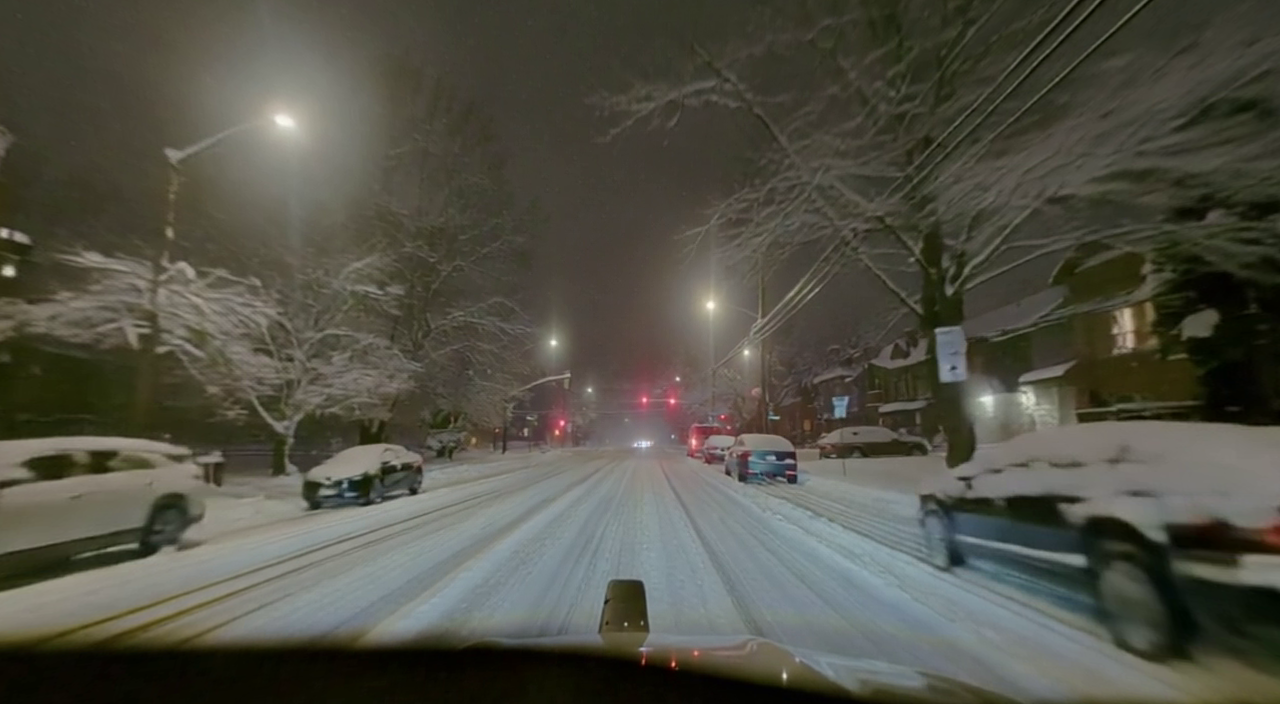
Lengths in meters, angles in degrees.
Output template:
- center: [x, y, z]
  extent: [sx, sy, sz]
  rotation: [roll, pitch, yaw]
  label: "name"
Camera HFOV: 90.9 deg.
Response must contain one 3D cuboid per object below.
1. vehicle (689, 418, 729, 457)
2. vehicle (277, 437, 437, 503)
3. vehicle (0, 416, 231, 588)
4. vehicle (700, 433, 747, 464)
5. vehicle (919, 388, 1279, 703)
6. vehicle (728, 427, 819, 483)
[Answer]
- center: [5.200, 6.586, 48.416]
  extent: [2.398, 2.806, 4.857]
  rotation: [0, -8, -1]
  label: "vehicle"
- center: [-7.157, 3.012, 16.571]
  extent: [2.041, 1.489, 4.439]
  rotation: [-1, -8, 2]
  label: "vehicle"
- center: [-7.412, 1.688, 7.537]
  extent: [1.985, 1.714, 4.395]
  rotation: [0, -8, 1]
  label: "vehicle"
- center: [4.913, 5.784, 37.797]
  extent: [2.202, 1.712, 4.813]
  rotation: [0, -8, 1]
  label: "vehicle"
- center: [4.413, 1.296, 5.007]
  extent: [2.118, 1.701, 5.067]
  rotation: [0, -8, 1]
  label: "vehicle"
- center: [4.749, 3.756, 23.332]
  extent: [2.279, 1.829, 4.859]
  rotation: [0, -8, 0]
  label: "vehicle"
